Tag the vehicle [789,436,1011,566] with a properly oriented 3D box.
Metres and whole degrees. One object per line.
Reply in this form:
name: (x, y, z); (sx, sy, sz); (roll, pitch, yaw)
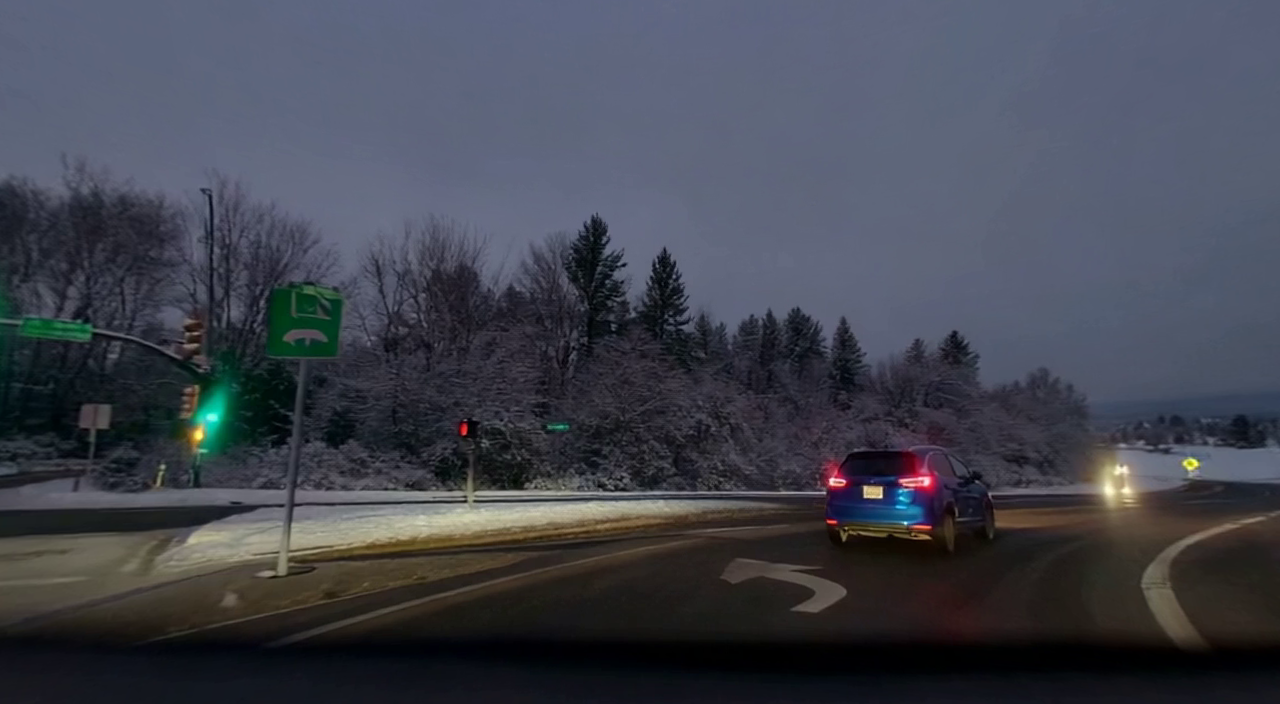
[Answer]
vehicle: (4.200, 2.104, 9.809); (2.148, 1.521, 4.089); (-7, -11, 36)
